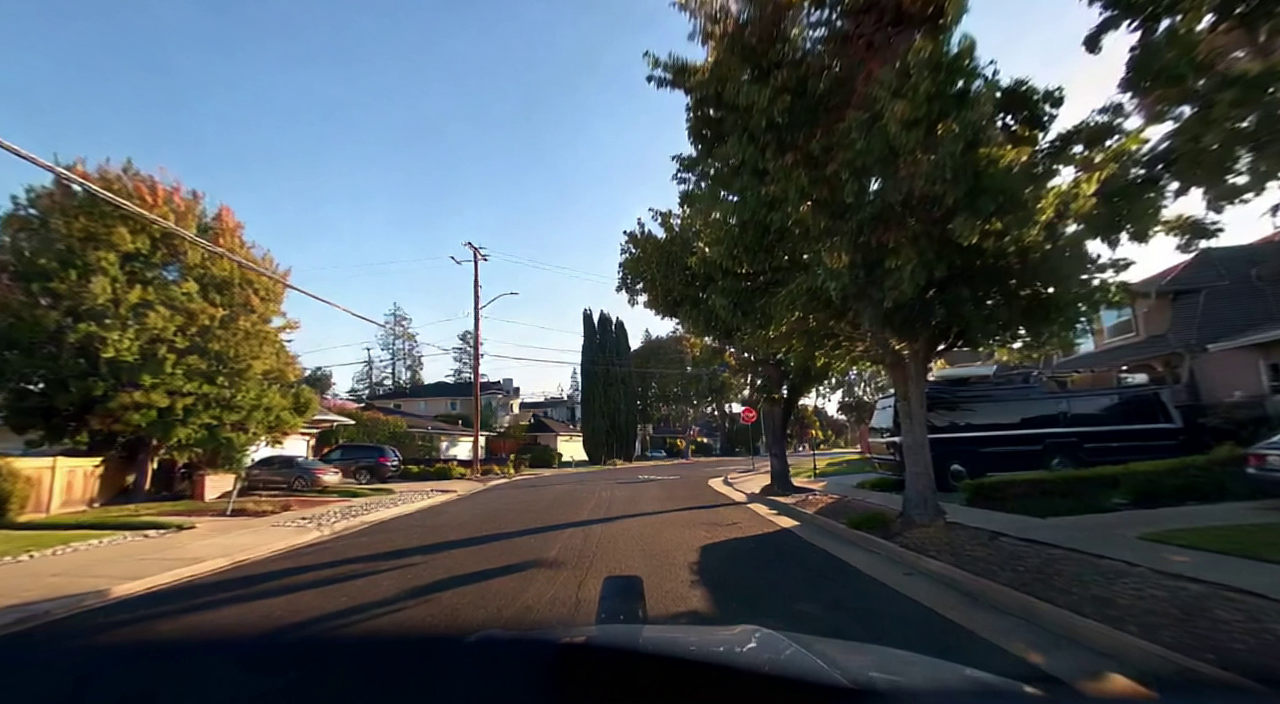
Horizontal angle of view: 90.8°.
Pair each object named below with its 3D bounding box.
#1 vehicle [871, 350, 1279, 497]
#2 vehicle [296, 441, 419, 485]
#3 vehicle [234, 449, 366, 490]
[{"bbox_3d":[10.798,1.806,15.612,8.828,3.111,3.352,1,-8,0],"label":"vehicle"},{"bbox_3d":[-12.472,4.922,28.126,4.484,1.852,2.009,0,-9,-1],"label":"vehicle"},{"bbox_3d":[-13.292,4.603,24.882,4.103,1.498,1.909,0,-9,2],"label":"vehicle"}]
